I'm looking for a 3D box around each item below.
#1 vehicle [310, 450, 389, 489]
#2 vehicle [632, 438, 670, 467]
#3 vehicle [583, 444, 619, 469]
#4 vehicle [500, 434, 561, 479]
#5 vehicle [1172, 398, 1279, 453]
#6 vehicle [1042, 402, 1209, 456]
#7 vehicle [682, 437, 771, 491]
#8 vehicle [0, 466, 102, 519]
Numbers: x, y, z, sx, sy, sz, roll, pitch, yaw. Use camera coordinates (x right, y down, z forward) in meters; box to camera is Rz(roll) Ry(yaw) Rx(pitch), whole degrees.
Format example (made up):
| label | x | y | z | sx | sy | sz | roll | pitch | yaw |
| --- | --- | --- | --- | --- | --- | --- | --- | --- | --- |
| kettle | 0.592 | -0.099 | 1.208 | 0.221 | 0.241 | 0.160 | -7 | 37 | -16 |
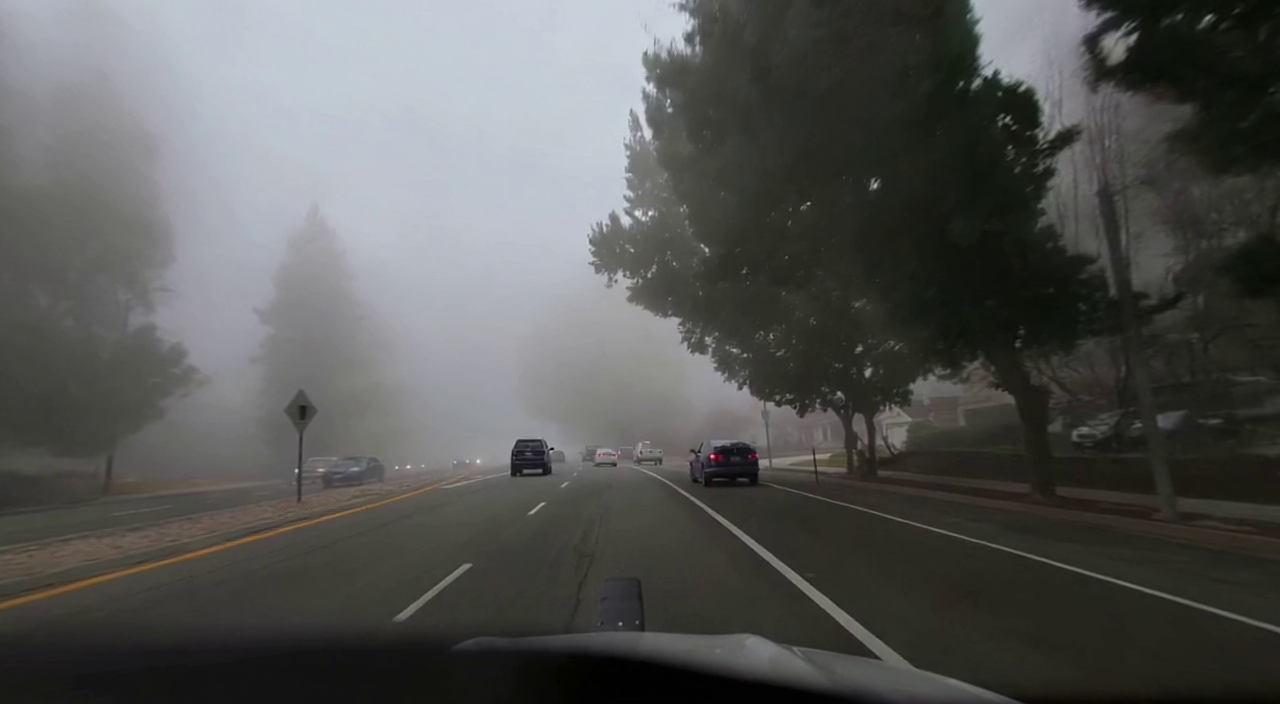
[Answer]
| label | x | y | z | sx | sy | sz | roll | pitch | yaw |
| --- | --- | --- | --- | --- | --- | --- | --- | --- | --- |
| vehicle | -13.484 | 5.438 | 29.617 | 1.867 | 1.609 | 4.175 | 0 | -8 | -3 |
| vehicle | 0.698 | 6.962 | 43.903 | 2.099 | 1.845 | 4.363 | 1 | -8 | -7 |
| vehicle | -2.459 | 6.441 | 39.150 | 2.030 | 1.477 | 4.330 | 1 | -8 | -6 |
| vehicle | -4.793 | 4.641 | 28.307 | 2.218 | 1.829 | 4.492 | 0 | -8 | -4 |
| vehicle | 23.678 | 2.834 | 24.651 | 4.182 | 1.698 | 1.893 | -4 | -12 | -9 |
| vehicle | 18.299 | 2.949 | 23.911 | 4.960 | 1.906 | 2.014 | 1 | -8 | -10 |
| vehicle | 2.523 | 3.405 | 19.545 | 1.884 | 1.463 | 4.195 | 0 | -8 | -4 |
| vehicle | -20.604 | 4.571 | 20.760 | 1.846 | 1.487 | 4.601 | 0 | -8 | -2 |
